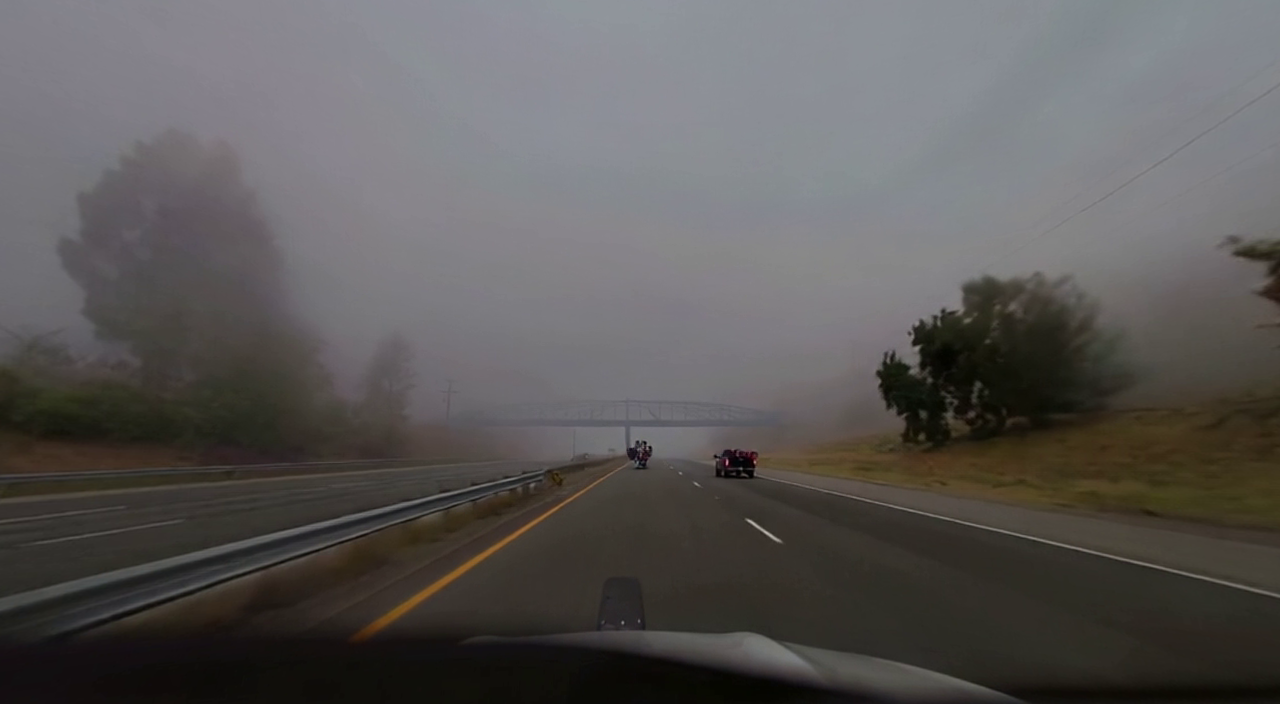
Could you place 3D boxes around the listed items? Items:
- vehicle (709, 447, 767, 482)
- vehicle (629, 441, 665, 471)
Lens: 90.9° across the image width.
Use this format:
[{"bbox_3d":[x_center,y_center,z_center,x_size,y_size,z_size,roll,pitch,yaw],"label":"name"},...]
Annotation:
[{"bbox_3d":[4.569,5.312,30.126,1.988,1.505,4.958,0,-9,0],"label":"vehicle"},{"bbox_3d":[0.518,7.253,44.139,2.369,1.948,5.343,0,-9,2],"label":"vehicle"}]
